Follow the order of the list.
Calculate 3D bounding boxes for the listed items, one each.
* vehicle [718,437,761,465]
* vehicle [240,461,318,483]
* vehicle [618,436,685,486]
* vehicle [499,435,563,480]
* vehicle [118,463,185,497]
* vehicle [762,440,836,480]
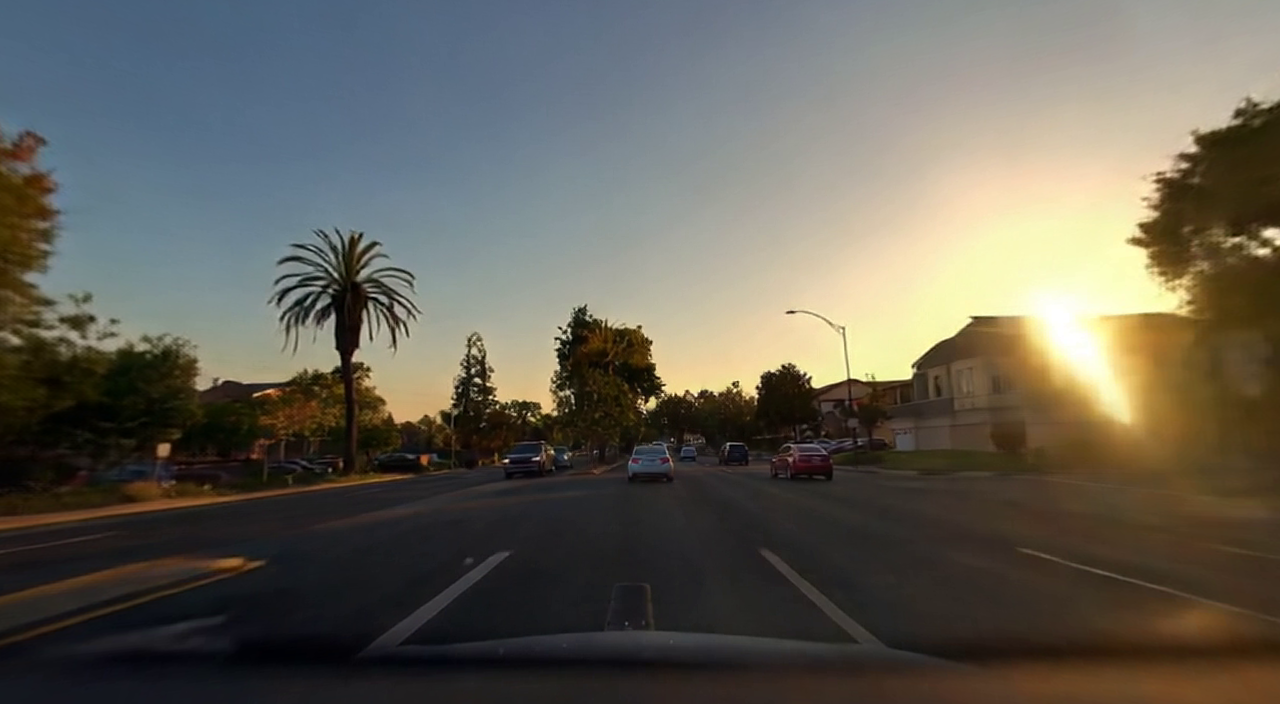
[{"bbox_3d":[7.540,7.581,48.534,2.436,2.010,5.595,0,-8,0],"label":"vehicle"},{"bbox_3d":[-26.290,8.728,45.953,4.548,1.441,1.946,-1,-7,2],"label":"vehicle"},{"bbox_3d":[0.358,4.011,23.580,2.289,1.679,4.180,0,-8,-1],"label":"vehicle"},{"bbox_3d":[-5.125,5.004,30.229,2.193,1.967,4.600,0,-8,0],"label":"vehicle"},{"bbox_3d":[-25.619,6.648,32.989,4.694,1.484,1.893,-8,-11,42],"label":"vehicle"},{"bbox_3d":[6.448,4.419,26.036,1.897,1.477,4.360,0,-8,0],"label":"vehicle"}]
